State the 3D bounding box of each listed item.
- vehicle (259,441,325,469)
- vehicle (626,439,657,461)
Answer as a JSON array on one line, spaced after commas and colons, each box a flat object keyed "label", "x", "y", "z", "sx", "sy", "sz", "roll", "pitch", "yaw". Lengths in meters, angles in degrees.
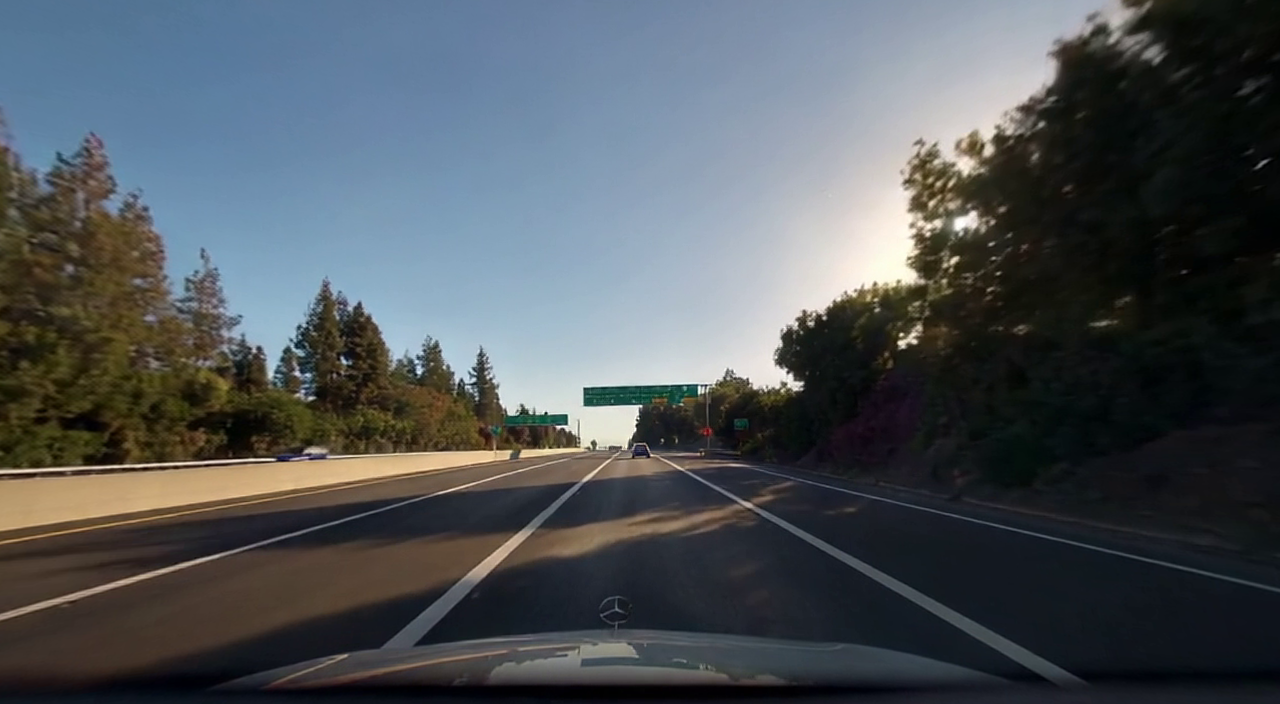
[{"label": "vehicle", "x": -22.729, "y": 6.739, "z": 41.271, "sx": 1.892, "sy": 1.697, "sz": 4.297, "roll": -1, "pitch": -8, "yaw": -1}, {"label": "vehicle", "x": 0.076, "y": 6.881, "z": 44.281, "sx": 2.028, "sy": 1.440, "sz": 3.690, "roll": 0, "pitch": -8, "yaw": -1}]
